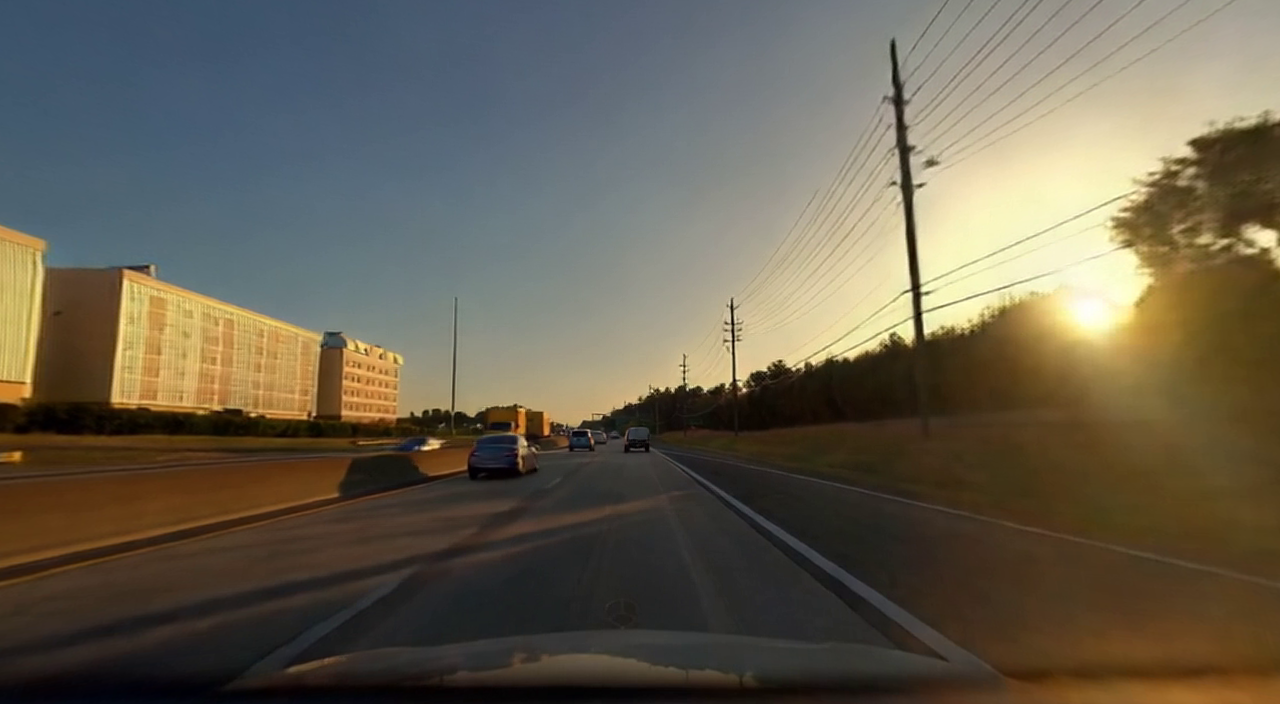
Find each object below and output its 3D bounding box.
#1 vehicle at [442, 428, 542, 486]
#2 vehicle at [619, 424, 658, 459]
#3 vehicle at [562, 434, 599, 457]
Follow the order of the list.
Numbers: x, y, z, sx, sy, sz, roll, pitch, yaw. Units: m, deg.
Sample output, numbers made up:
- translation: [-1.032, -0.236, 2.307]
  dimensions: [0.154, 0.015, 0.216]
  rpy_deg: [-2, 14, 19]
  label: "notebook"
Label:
- translation: [-4.338, 3.133, 19.129]
  dimensions: [2.058, 1.557, 4.125]
  rpy_deg: [0, -8, 0]
  label: "vehicle"
- translation: [-0.118, 5.521, 38.785]
  dimensions: [2.213, 1.997, 4.456]
  rpy_deg: [0, -8, -1]
  label: "vehicle"
- translation: [-4.063, 6.482, 43.677]
  dimensions: [2.087, 1.464, 4.853]
  rpy_deg: [0, -8, -1]
  label: "vehicle"
